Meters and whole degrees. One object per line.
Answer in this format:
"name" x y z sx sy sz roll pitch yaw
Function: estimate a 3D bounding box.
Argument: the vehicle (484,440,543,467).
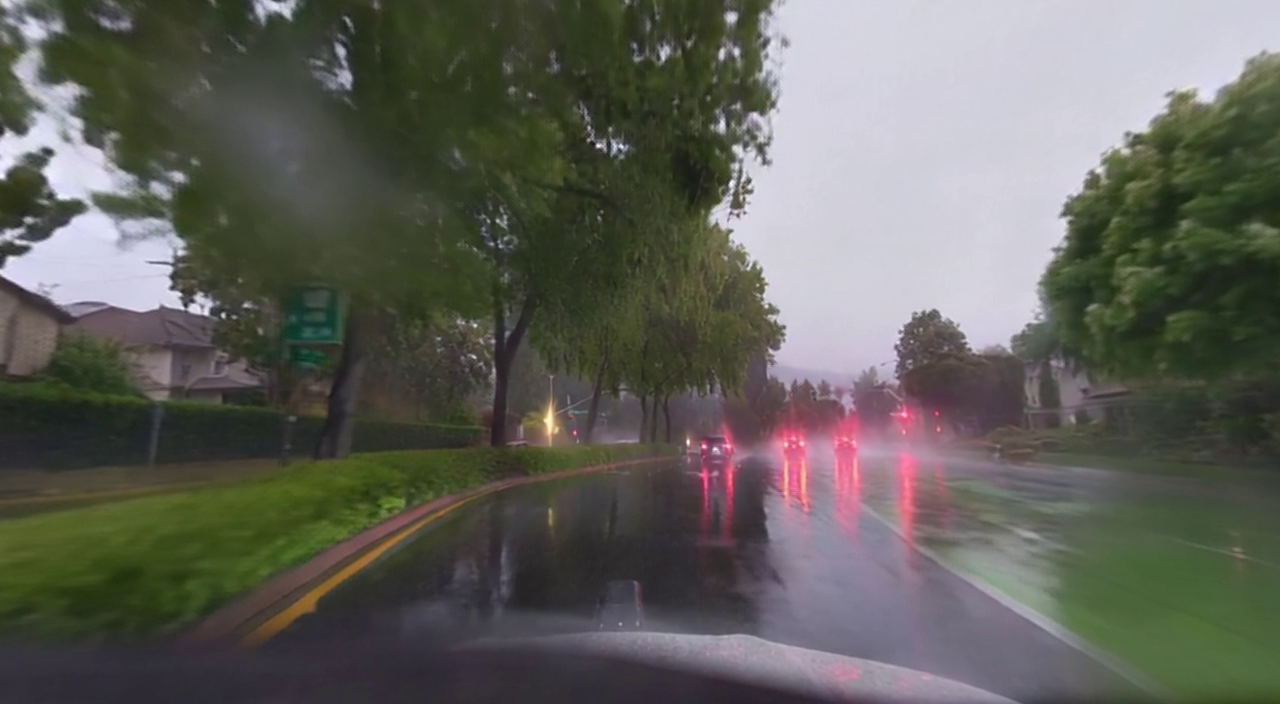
"vehicle" -7.498 6.108 38.035 1.947 1.486 4.862 -1 -9 8

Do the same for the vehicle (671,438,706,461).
"vehicle" 3.447 6.808 44.284 1.923 1.498 3.887 -2 -9 12

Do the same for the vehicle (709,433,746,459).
"vehicle" 6.318 6.712 45.019 2.286 1.701 4.395 -2 -9 11
